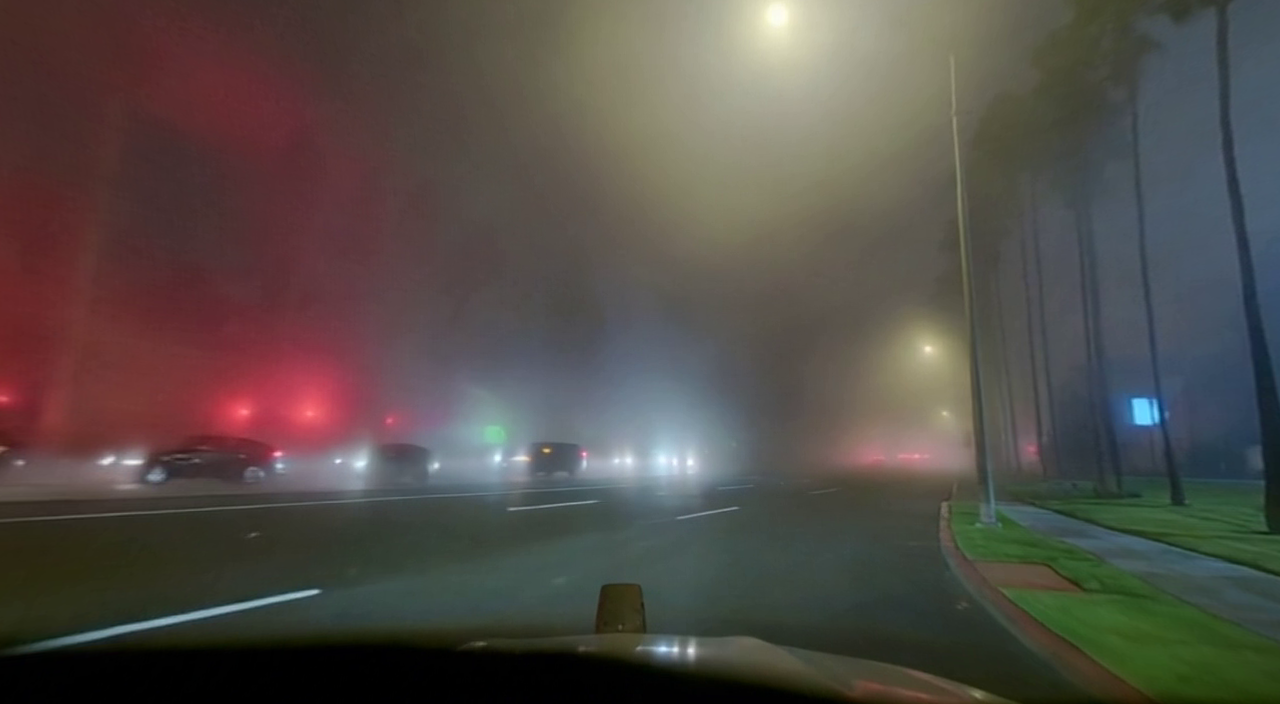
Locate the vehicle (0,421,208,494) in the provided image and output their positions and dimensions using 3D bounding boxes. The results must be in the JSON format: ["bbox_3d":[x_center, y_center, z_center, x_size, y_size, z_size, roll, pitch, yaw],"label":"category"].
[{"bbox_3d":[-13.556,2.562,15.433,1.844,1.543,4.356,-4,-10,27],"label":"vehicle"}]

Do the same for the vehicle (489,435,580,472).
[{"bbox_3d":[-5.971,5.864,36.308,2.184,1.904,5.617,-7,-11,27],"label":"vehicle"}]

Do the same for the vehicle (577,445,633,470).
[{"bbox_3d":[-2.282,7.095,42.375,1.813,1.535,4.306,-5,-10,28],"label":"vehicle"}]

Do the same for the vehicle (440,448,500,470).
[{"bbox_3d":[-12.171,7.706,45.282,1.806,1.500,4.118,-4,-10,27],"label":"vehicle"}]

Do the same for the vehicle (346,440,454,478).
[{"bbox_3d":[-10.452,4.675,27.660,1.857,1.474,4.291,-7,-10,27],"label":"vehicle"}]
